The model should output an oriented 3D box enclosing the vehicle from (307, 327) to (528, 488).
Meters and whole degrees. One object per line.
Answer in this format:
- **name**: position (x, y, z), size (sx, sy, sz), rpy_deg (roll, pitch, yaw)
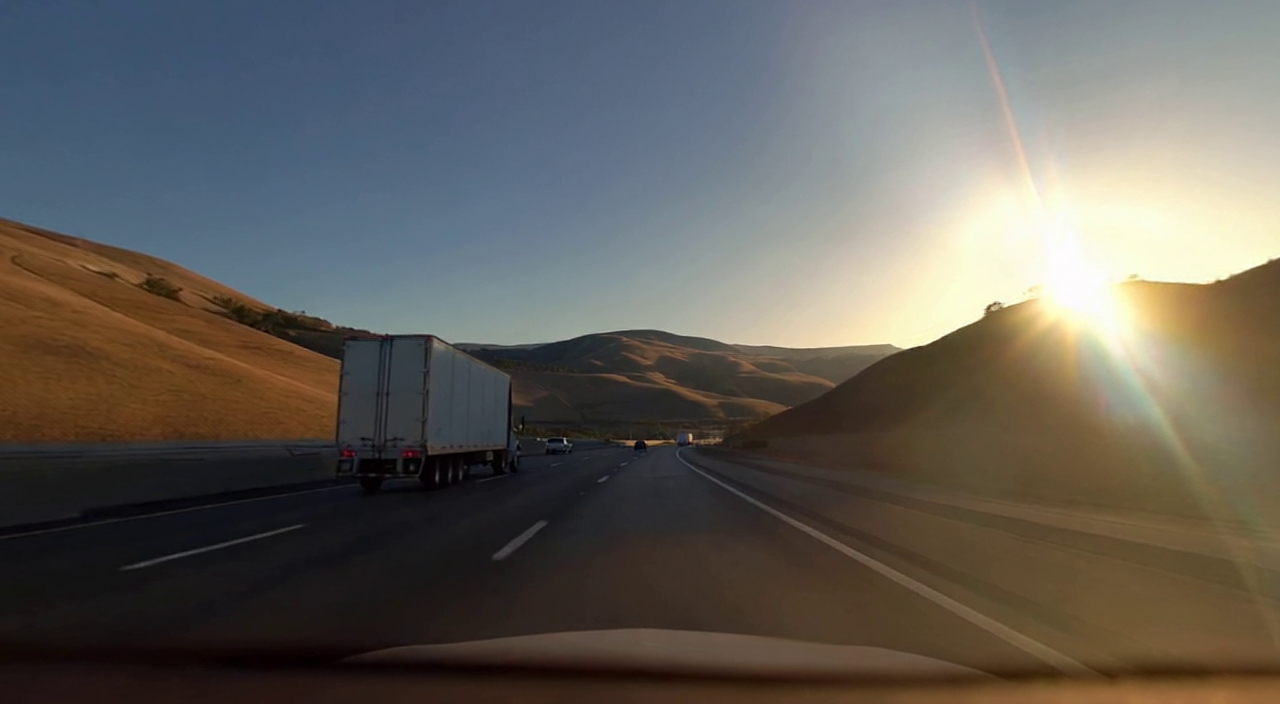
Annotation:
- **vehicle**: position (-6.323, 2.092, 20.649), size (2.981, 3.860, 11.022), rpy_deg (0, -8, 1)
